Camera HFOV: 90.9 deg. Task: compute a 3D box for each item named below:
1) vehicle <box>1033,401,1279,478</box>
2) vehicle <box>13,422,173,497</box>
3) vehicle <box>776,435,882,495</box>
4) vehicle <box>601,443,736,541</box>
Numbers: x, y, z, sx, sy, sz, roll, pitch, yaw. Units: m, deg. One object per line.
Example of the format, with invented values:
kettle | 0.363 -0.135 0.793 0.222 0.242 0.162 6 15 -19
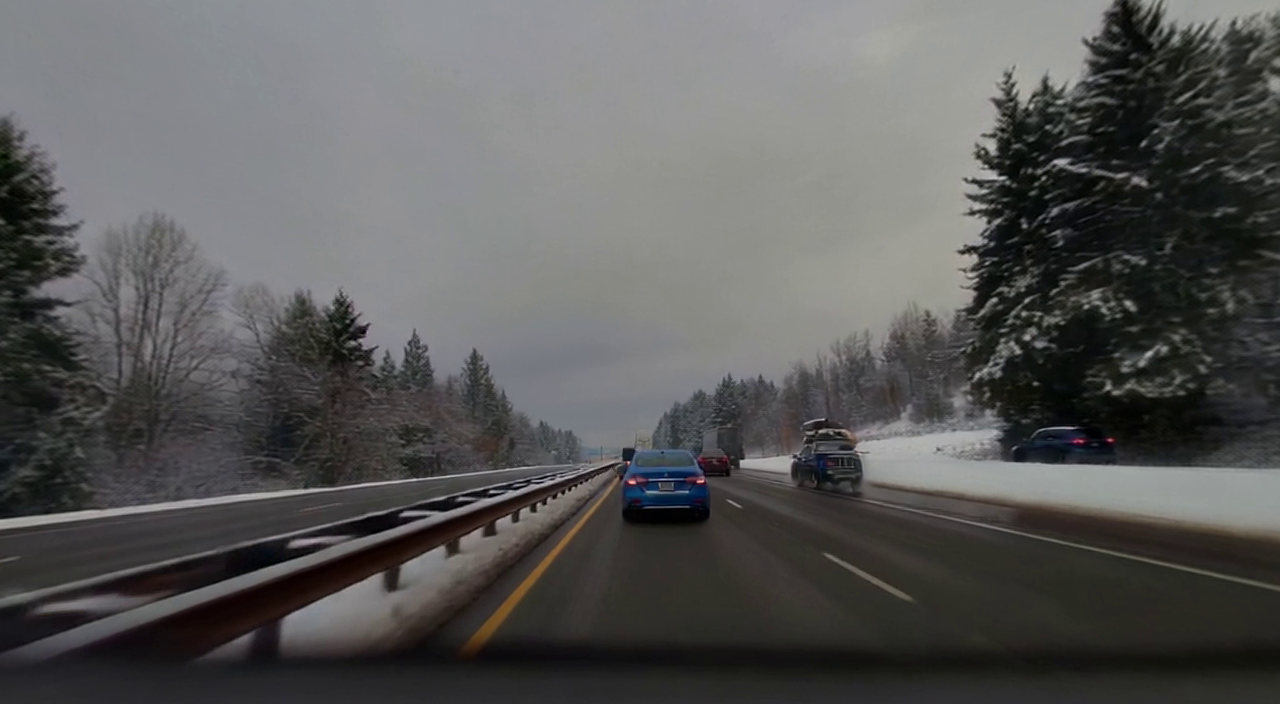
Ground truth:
vehicle | 31.570 5.652 39.998 2.822 3.996 14.073 1 -9 -7
vehicle | -33.496 6.593 39.192 2.902 3.981 7.819 -3 -8 0
vehicle | 6.361 3.879 21.851 2.177 1.827 4.565 0 -9 -1
vehicle | 0.418 2.469 11.712 2.076 1.485 3.774 0 -9 -1
